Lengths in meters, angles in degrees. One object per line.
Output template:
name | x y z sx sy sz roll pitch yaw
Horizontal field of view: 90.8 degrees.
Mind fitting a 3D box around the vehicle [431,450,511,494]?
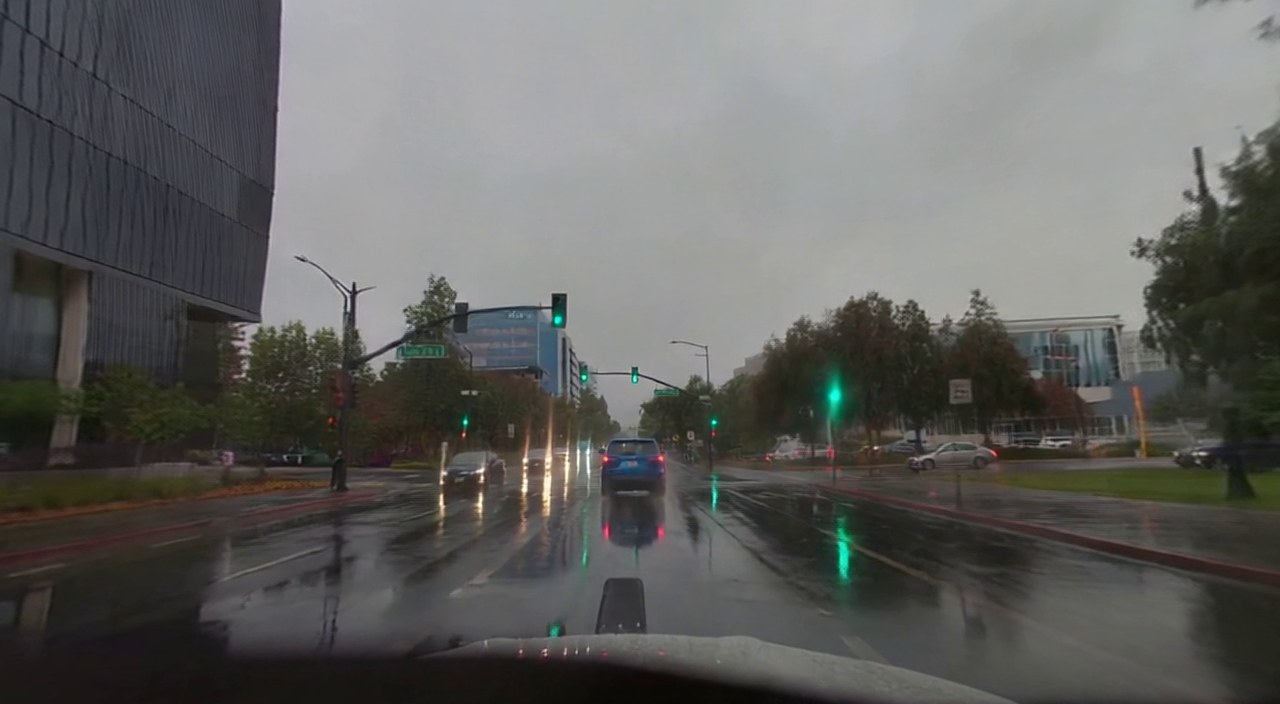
vehicle | -6.386 4.561 24.425 1.908 1.475 4.337 0 -9 0

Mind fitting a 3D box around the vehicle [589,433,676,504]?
vehicle | -0.245 3.233 17.929 2.183 1.765 4.059 0 -9 -1

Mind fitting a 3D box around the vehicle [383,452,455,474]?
vehicle | -16.366 8.215 46.889 4.588 1.582 1.980 6 -11 -33

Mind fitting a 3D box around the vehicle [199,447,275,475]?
vehicle | -26.500 7.146 41.567 4.393 1.730 2.151 -5 -9 26

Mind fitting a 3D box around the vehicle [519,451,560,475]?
vehicle | -6.693 7.425 42.493 1.934 1.476 4.457 0 -9 1
